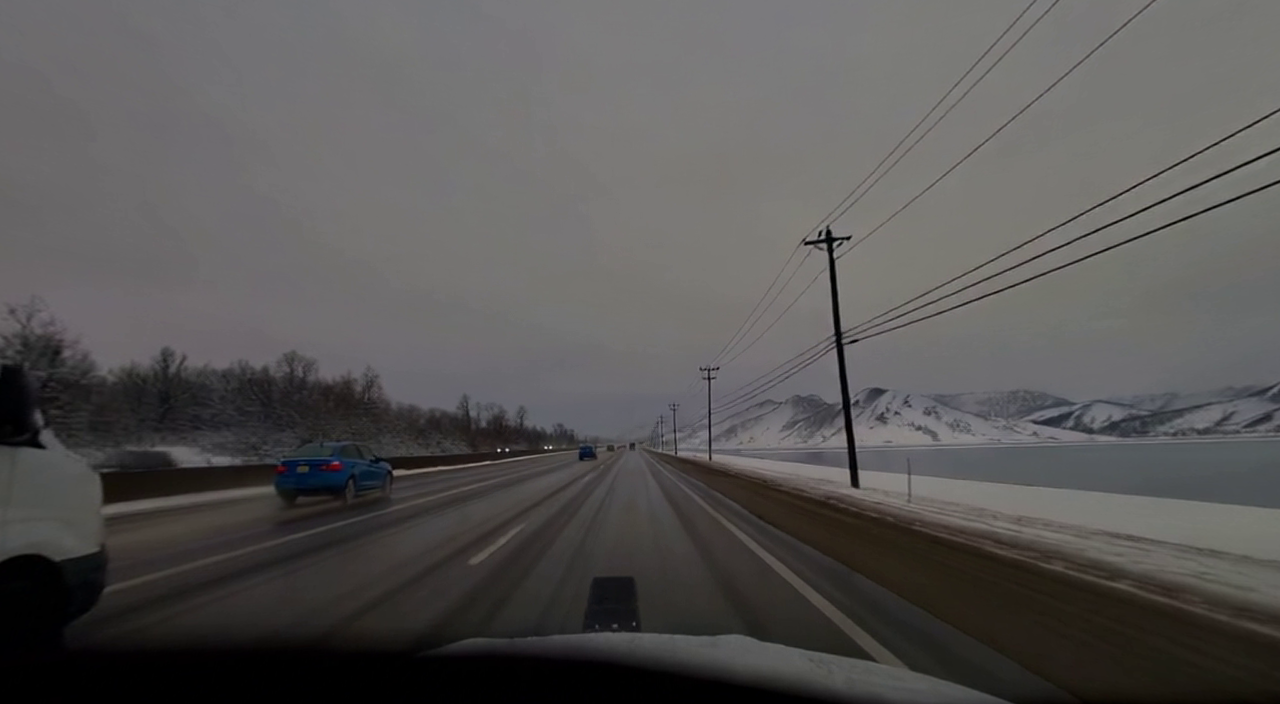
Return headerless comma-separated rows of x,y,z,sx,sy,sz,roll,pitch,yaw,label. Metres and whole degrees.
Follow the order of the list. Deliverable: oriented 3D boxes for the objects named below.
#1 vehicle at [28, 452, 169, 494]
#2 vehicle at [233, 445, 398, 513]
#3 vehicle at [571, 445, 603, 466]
-21.524,4.802,25.386,1.933,1.471,4.226,0,-9,-1,vehicle
-8.001,3.137,16.168,1.847,1.456,4.471,0,-9,0,vehicle
-3.993,7.862,48.266,2.097,1.514,4.209,0,-9,-1,vehicle
